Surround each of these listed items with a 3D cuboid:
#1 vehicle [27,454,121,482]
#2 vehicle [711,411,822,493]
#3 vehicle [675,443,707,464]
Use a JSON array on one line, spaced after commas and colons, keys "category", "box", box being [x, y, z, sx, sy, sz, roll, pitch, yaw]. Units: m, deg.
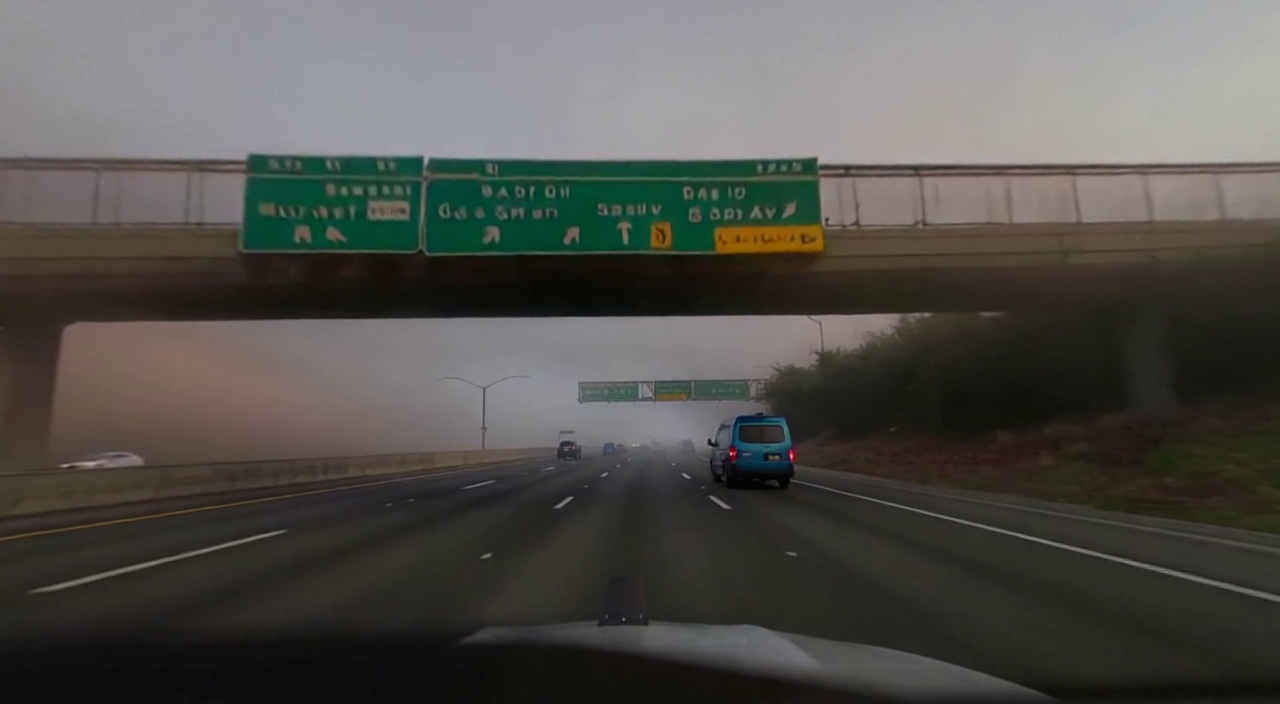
[{"category": "vehicle", "box": [-38.583, 7.879, 43.151, 1.946, 1.686, 4.798, 0, -8, 0]}, {"category": "vehicle", "box": [3.791, 3.148, 20.148, 2.347, 2.234, 5.352, 0, -9, -1]}, {"category": "vehicle", "box": [3.698, 7.420, 46.437, 1.883, 1.456, 4.044, 0, -8, -1]}]
